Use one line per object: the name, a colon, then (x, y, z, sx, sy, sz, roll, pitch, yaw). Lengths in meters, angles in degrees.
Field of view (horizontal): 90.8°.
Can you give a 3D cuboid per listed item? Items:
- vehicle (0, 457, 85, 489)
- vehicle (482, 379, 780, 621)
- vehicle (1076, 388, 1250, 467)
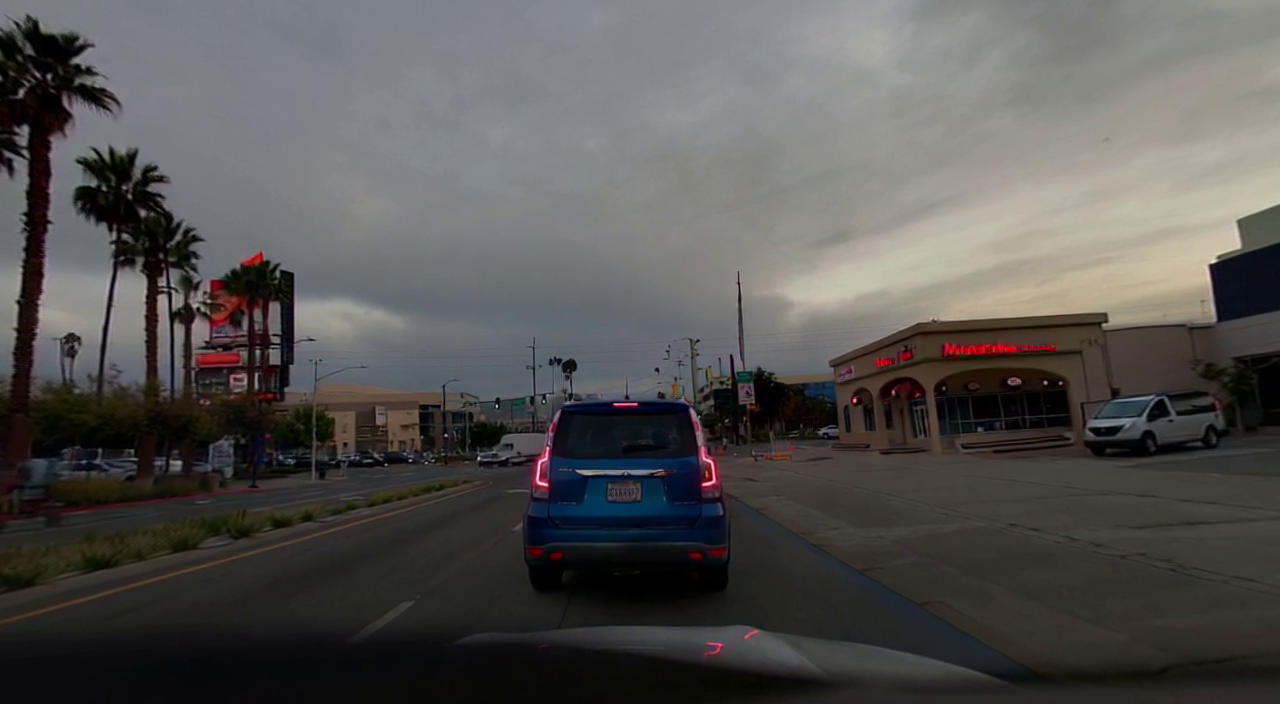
vehicle: (-28.468, 5.370, 28.132, 5.154, 1.343, 1.943, 4, -9, -25)
vehicle: (-0.120, 1.401, 6.789, 2.234, 1.818, 3.869, 0, -9, -2)
vehicle: (16.119, 2.388, 19.354, 6.060, 2.047, 2.490, 6, -11, -36)
